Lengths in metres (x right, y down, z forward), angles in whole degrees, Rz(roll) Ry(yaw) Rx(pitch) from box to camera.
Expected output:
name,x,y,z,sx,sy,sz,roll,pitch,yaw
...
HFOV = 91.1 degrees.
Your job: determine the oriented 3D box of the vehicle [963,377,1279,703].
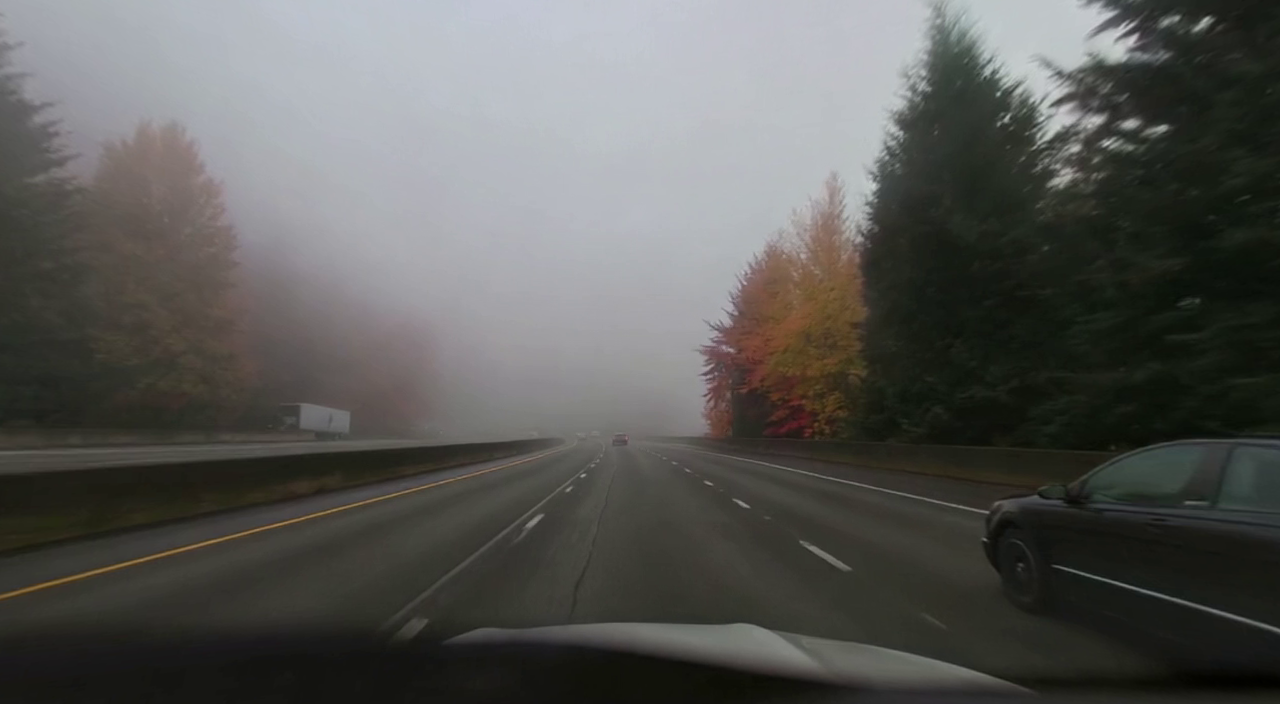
name,x,y,z,sx,sy,sz,roll,pitch,yaw
vehicle,3.663,0.928,2.804,2.123,1.577,4.299,0,-8,0
